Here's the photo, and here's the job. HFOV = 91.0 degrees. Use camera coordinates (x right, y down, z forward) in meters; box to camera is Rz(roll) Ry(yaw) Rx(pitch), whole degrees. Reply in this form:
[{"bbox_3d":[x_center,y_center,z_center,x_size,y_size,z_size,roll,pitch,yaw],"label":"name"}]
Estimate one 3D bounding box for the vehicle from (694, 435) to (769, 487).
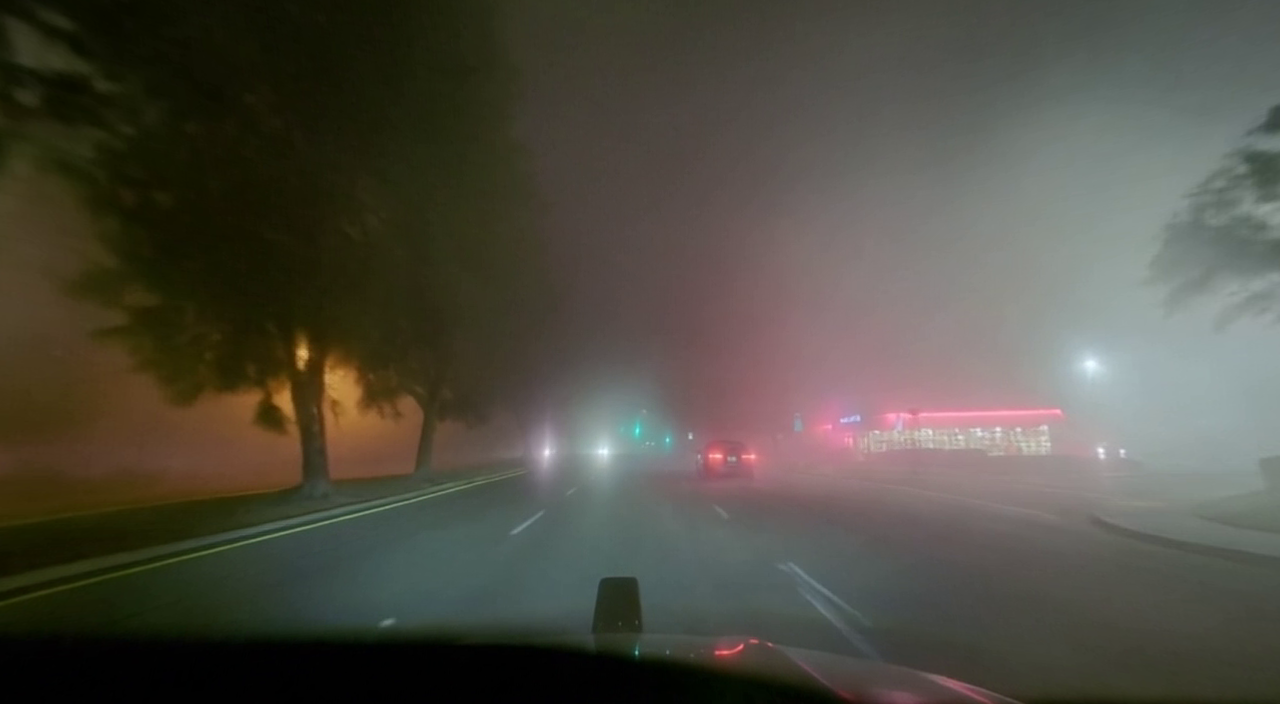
[{"bbox_3d":[3.292,4.029,23.615,2.083,1.743,4.354,0,-8,-1],"label":"vehicle"}]
